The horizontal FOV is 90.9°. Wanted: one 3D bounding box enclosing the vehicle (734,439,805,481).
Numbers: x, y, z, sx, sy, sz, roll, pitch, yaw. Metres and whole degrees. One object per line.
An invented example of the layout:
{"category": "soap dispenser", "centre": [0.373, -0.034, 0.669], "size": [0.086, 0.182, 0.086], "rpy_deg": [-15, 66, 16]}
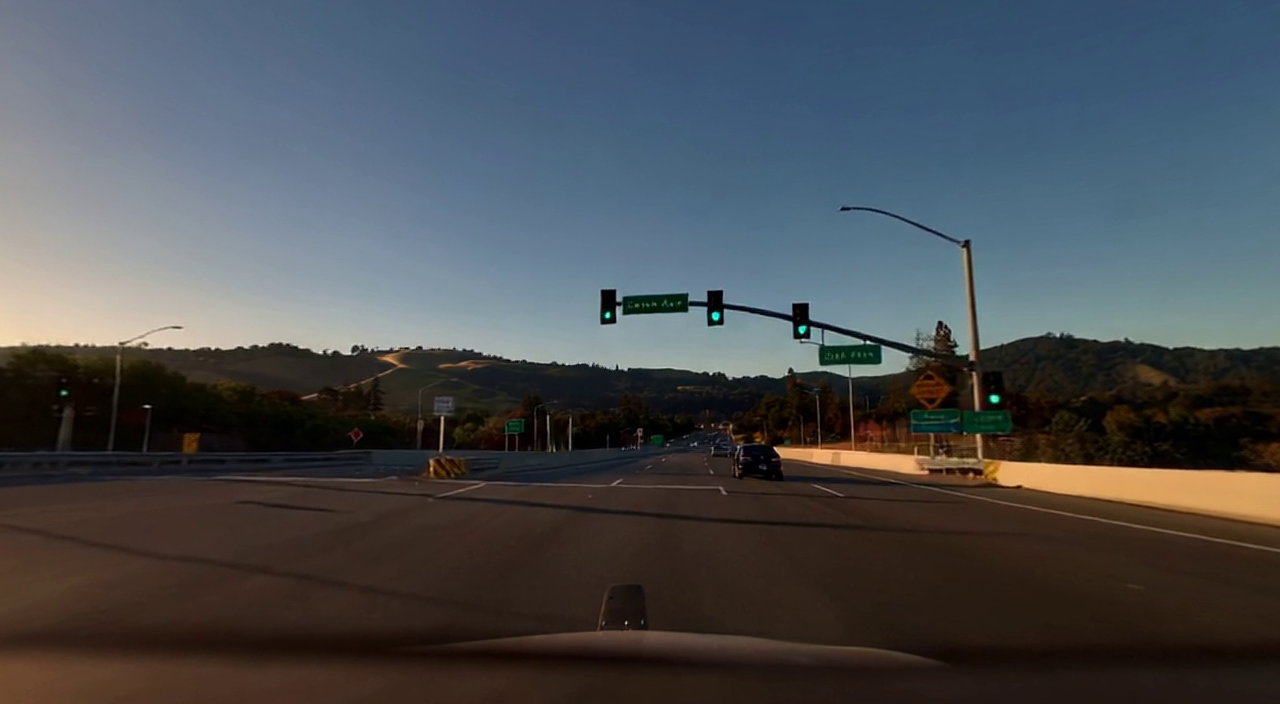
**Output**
{"category": "vehicle", "centre": [4.896, 4.132, 24.388], "size": [1.916, 1.469, 4.481], "rpy_deg": [0, -8, 2]}
